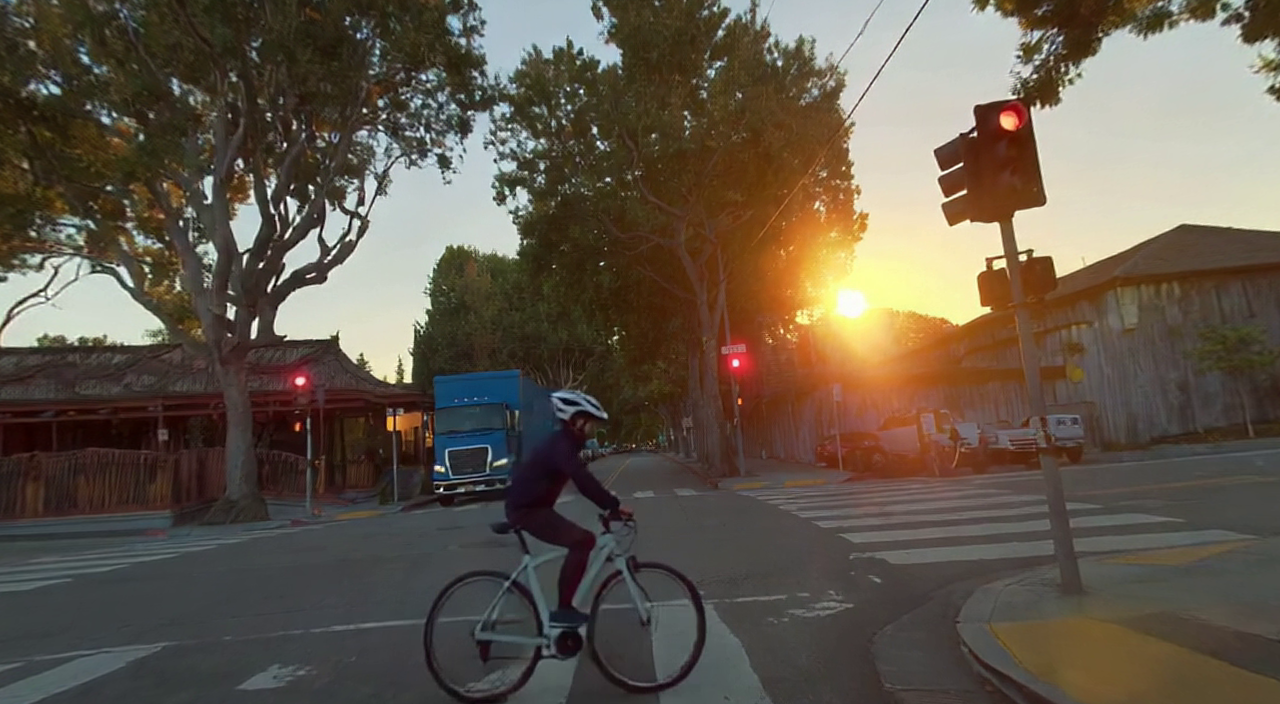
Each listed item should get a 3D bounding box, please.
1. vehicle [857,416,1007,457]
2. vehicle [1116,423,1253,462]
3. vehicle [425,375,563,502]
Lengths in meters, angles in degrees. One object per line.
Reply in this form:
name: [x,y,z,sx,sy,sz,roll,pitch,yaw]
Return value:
vehicle: [10.696,3.141,23.420,4.643,1.456,1.820,-1,-8,5]
vehicle: [24.946,4.161,29.029,4.268,1.695,2.053,0,-8,3]
vehicle: [-5.734,3.711,27.031,3.113,4.041,10.284,-7,-8,0]
